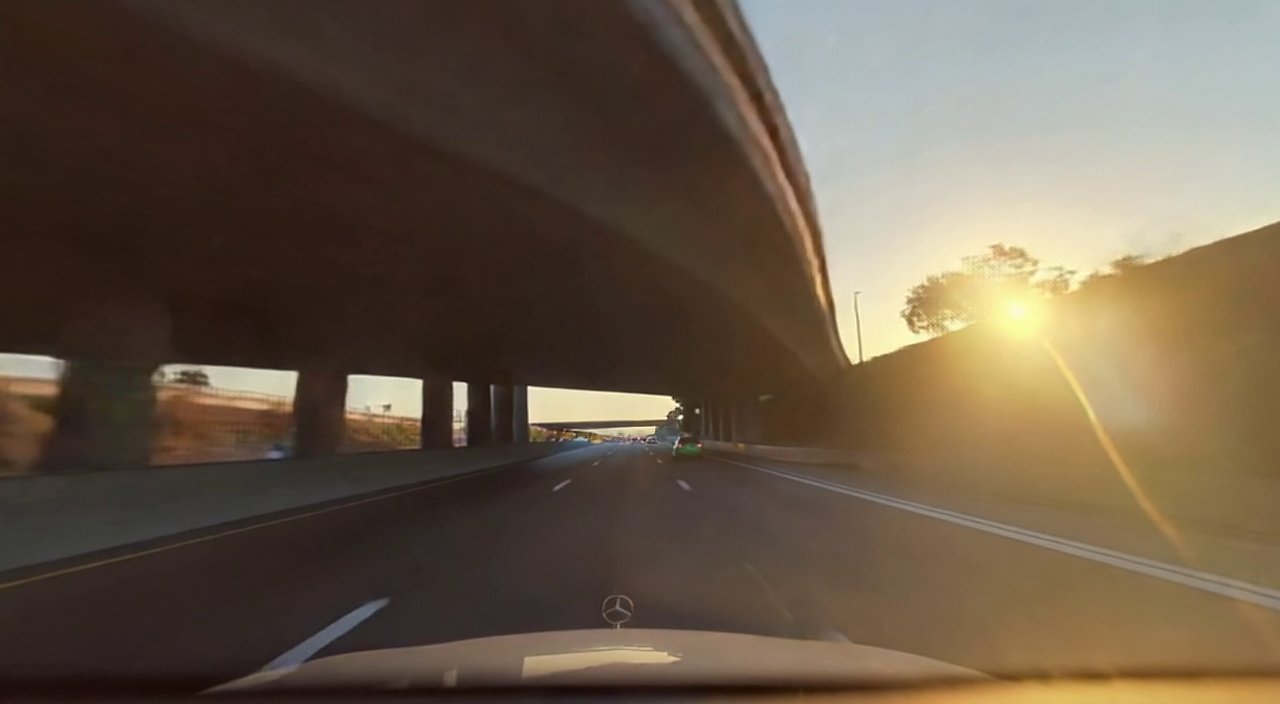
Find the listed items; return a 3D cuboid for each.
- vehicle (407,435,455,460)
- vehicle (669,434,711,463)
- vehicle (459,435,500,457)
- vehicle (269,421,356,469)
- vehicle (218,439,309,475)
[{"bbox_3d":[-16.458,7.530,49.811,2.095,1.909,4.829,0,-8,0],"label":"vehicle"},{"bbox_3d":[2.688,5.295,34.610,1.946,1.481,3.969,0,-8,-1],"label":"vehicle"},{"bbox_3d":[-12.241,7.182,48.180,1.949,1.556,4.350,0,-8,1],"label":"vehicle"},{"bbox_3d":[-20.151,5.744,39.030,2.376,2.740,5.159,0,-8,2],"label":"vehicle"},{"bbox_3d":[-19.991,5.565,33.673,1.961,1.737,4.623,0,-8,0],"label":"vehicle"}]
